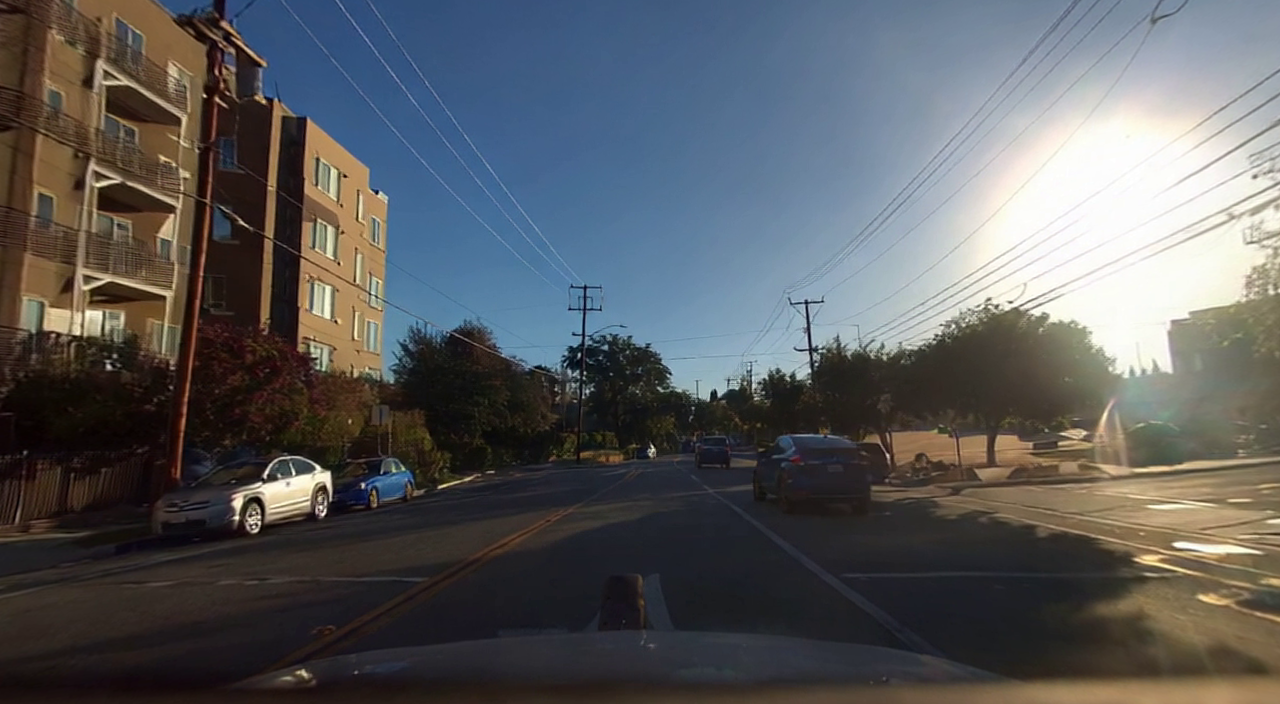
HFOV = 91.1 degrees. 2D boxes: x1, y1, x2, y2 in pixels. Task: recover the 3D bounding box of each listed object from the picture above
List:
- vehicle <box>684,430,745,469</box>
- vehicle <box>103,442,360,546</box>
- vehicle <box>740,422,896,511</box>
[{"bbox_3d":[3.710,4.996,32.321,2.368,1.840,4.896,0,-8,-2],"label":"vehicle"},{"bbox_3d":[-8.349,2.880,13.580,2.381,1.825,4.652,0,-8,0],"label":"vehicle"},{"bbox_3d":[3.884,2.613,14.828,2.306,1.719,4.805,0,-8,0],"label":"vehicle"}]
